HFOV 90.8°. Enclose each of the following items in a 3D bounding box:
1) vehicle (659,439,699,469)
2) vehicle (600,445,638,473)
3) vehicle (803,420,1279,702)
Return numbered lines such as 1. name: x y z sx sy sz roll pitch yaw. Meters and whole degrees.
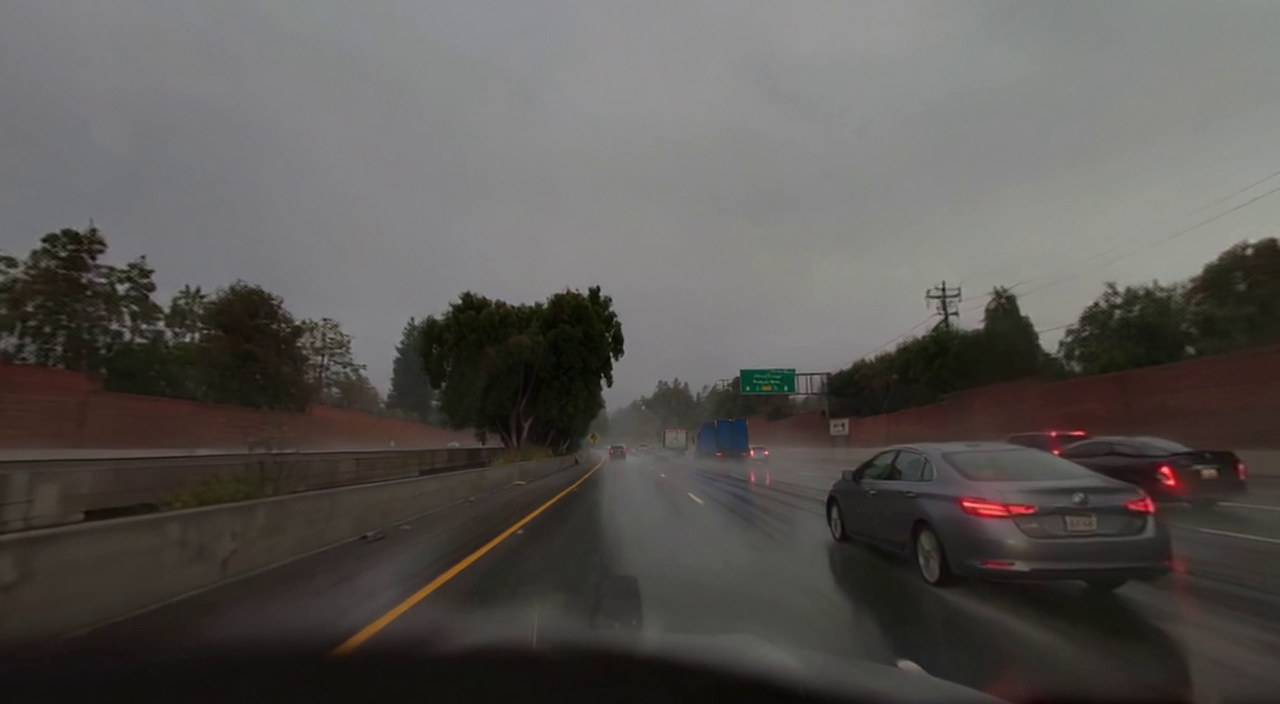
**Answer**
1. vehicle: 2.504 6.722 41.700 2.114 1.849 4.692 0 -9 -3
2. vehicle: -1.264 6.227 36.949 2.083 1.477 3.965 0 -9 -3
3. vehicle: 3.004 1.422 5.517 1.922 1.465 4.165 0 -9 -2
